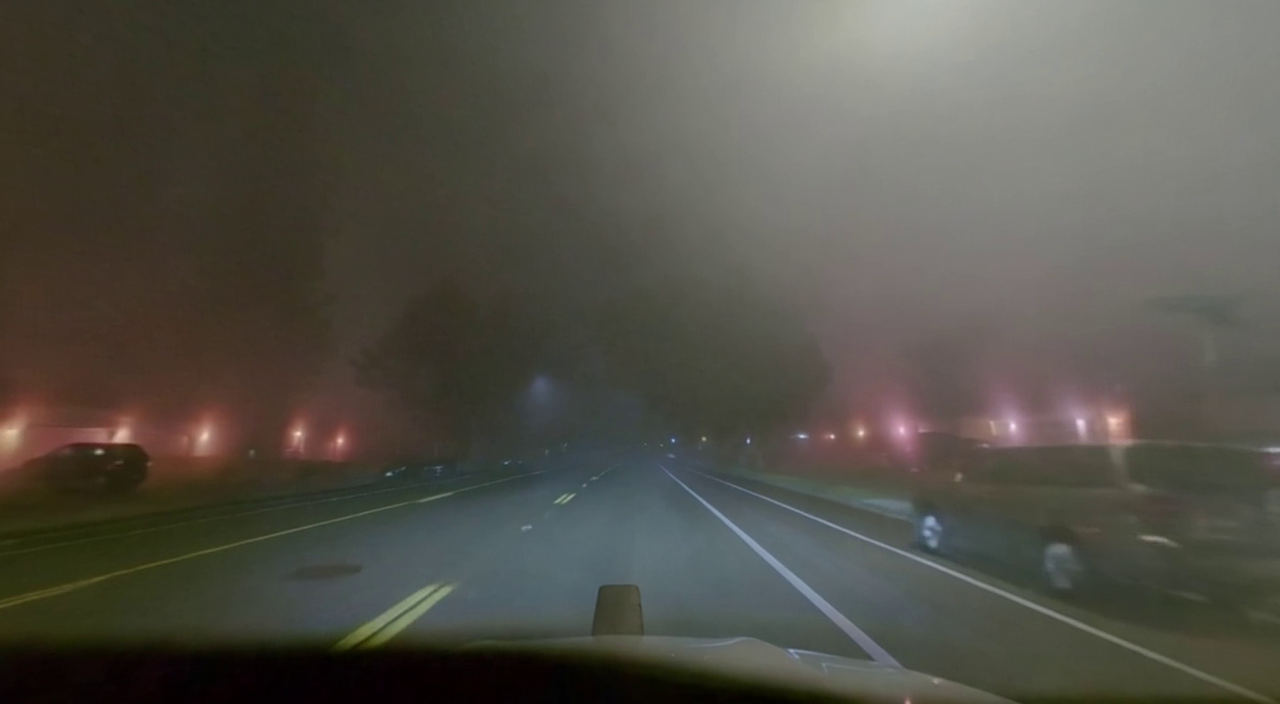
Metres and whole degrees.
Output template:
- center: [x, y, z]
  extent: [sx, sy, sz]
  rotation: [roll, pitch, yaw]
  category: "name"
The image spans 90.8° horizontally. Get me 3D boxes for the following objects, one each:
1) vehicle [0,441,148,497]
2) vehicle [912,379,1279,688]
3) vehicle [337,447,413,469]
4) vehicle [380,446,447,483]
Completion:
- center: [-20.863, 4.165, 22.625]
  extent: [4.698, 1.862, 2.116]
  rotation: [-1, -9, 3]
  category: "vehicle"
- center: [4.814, 1.408, 6.065]
  extent: [2.196, 1.801, 4.778]
  rotation: [0, -9, -1]
  category: "vehicle"
- center: [-20.895, 8.354, 49.895]
  extent: [4.971, 1.664, 2.273]
  rotation: [0, -9, -1]
  category: "vehicle"
- center: [-12.564, 6.241, 35.346]
  extent: [2.003, 1.804, 4.554]
  rotation: [-1, -7, 1]
  category: "vehicle"
